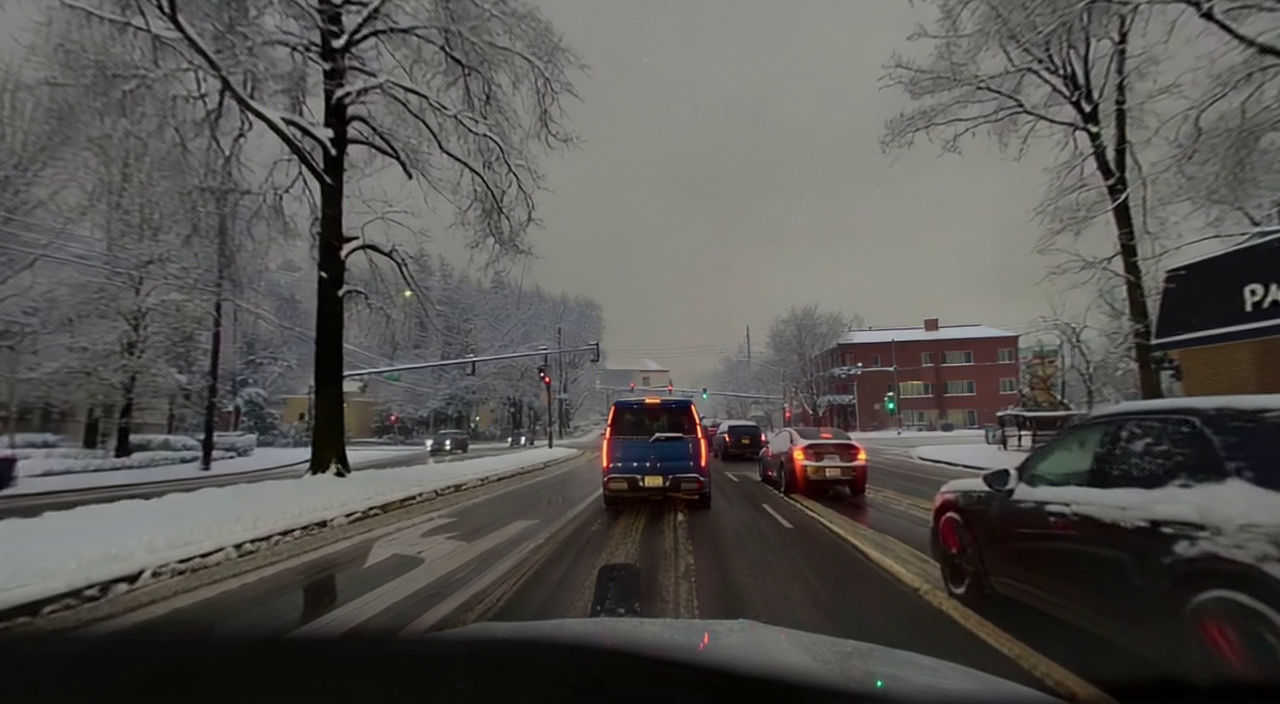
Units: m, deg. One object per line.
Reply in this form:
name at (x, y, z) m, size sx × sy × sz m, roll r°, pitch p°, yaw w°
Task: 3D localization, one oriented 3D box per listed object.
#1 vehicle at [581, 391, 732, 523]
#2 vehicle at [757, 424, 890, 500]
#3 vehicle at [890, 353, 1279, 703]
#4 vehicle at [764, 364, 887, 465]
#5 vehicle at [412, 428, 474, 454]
vehicle at (0.400, 1.858, 11.458) m, size 2.188 × 1.892 × 4.488 m, roll -1°, pitch -9°, yaw 4°
vehicle at (3.931, 2.446, 14.257) m, size 1.862 × 1.451 × 4.083 m, roll 0°, pitch -9°, yaw 1°
vehicle at (3.259, 1.013, 3.646) m, size 2.109 × 1.500 × 4.585 m, roll -1°, pitch -9°, yaw 5°
vehicle at (8.104, 3.097, 29.082) m, size 2.965 × 3.900 × 9.064 m, roll 0°, pitch -9°, yaw 1°
vehicle at (-14.018, 6.392, 44.995) m, size 2.018 × 1.715 × 4.451 m, roll -3°, pitch -9°, yaw 17°
